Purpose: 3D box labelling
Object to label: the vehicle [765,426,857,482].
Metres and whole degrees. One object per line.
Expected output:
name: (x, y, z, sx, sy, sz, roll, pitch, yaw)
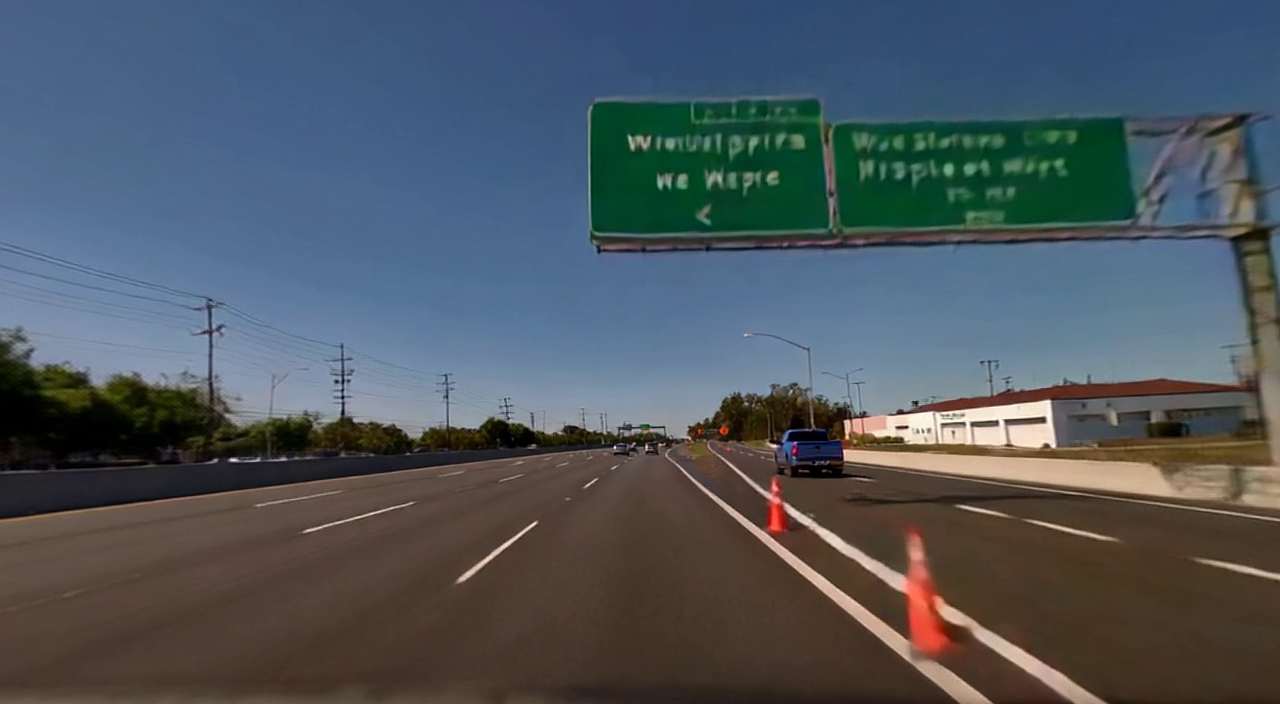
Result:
vehicle: (6.250, 3.812, 23.754, 2.186, 1.840, 5.289, -1, -8, 3)
